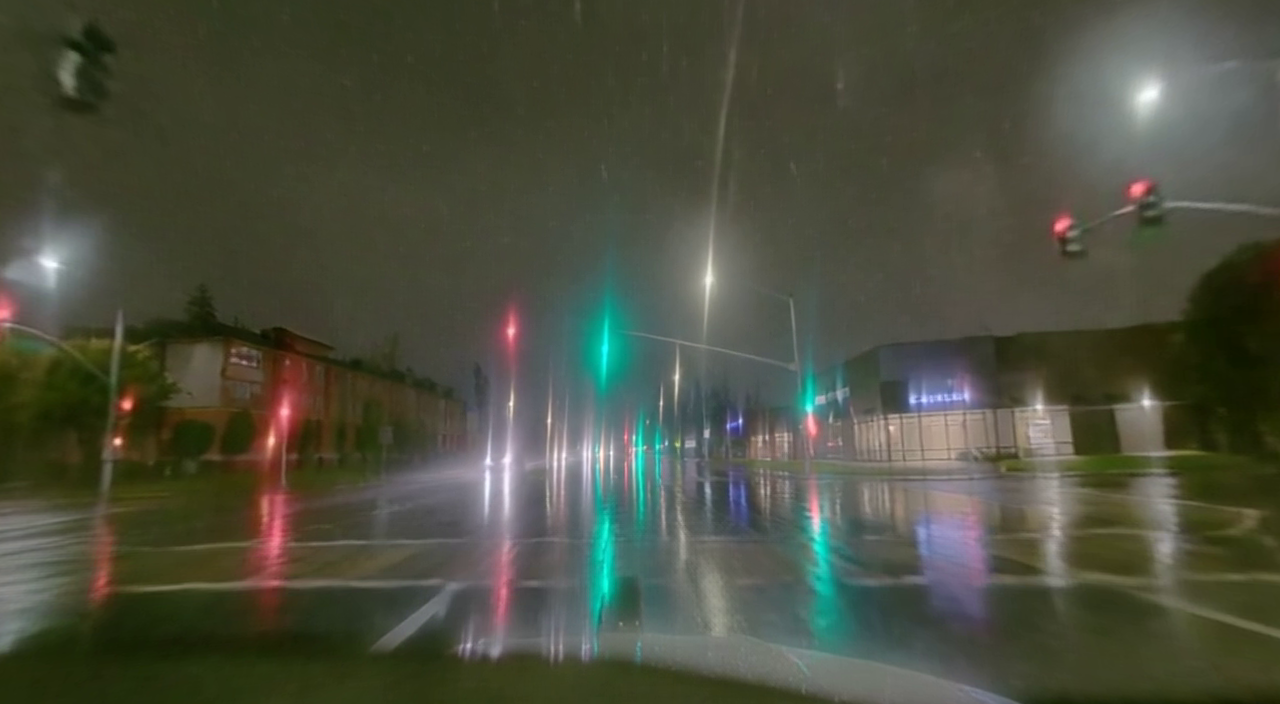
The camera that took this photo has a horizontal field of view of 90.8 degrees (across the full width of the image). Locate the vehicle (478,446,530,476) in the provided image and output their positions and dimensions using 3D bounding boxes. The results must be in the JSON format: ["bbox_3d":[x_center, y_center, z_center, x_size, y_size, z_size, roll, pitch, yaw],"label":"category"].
[{"bbox_3d":[-7.729,6.248,36.243,2.011,1.490,4.472,-3,-10,-1],"label":"vehicle"}]
